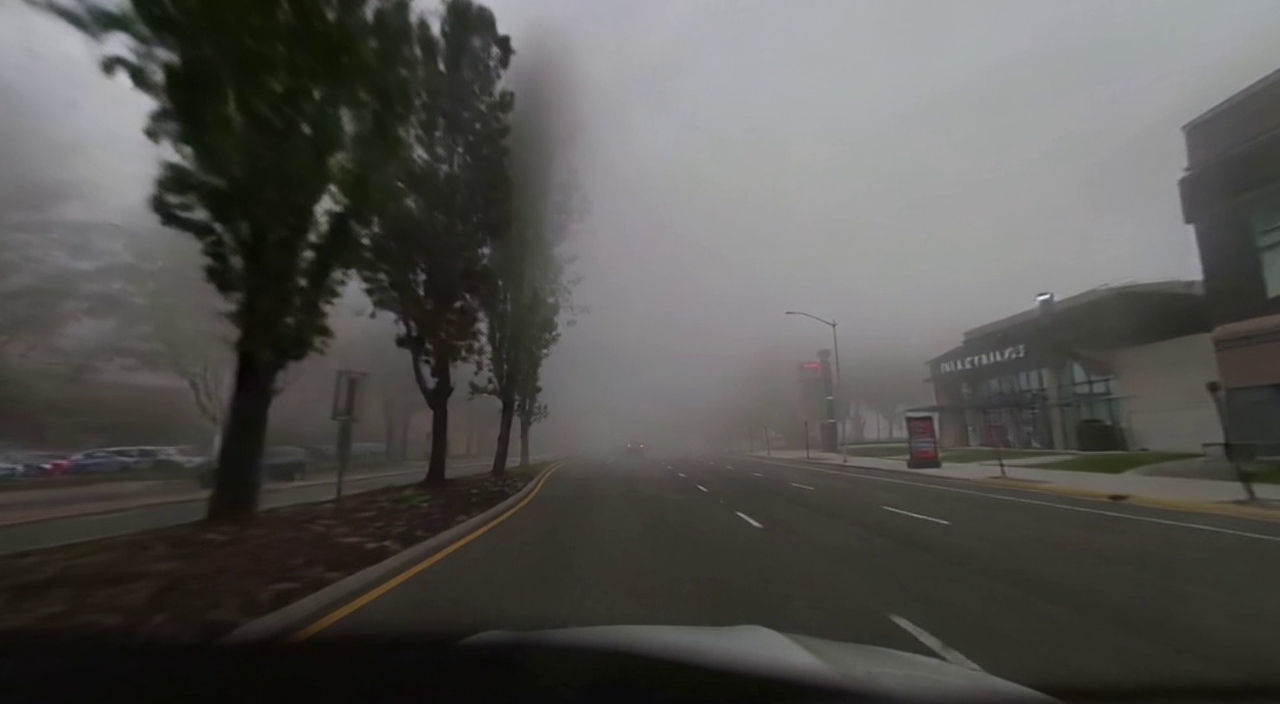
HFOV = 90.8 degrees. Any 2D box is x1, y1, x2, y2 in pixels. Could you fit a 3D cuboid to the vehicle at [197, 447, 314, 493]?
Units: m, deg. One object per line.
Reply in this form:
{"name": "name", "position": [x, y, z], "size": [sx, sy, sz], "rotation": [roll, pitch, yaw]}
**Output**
{"name": "vehicle", "position": [-13.807, 4.224, 23.053], "size": [1.959, 1.485, 4.687], "rotation": [1, -9, -9]}
